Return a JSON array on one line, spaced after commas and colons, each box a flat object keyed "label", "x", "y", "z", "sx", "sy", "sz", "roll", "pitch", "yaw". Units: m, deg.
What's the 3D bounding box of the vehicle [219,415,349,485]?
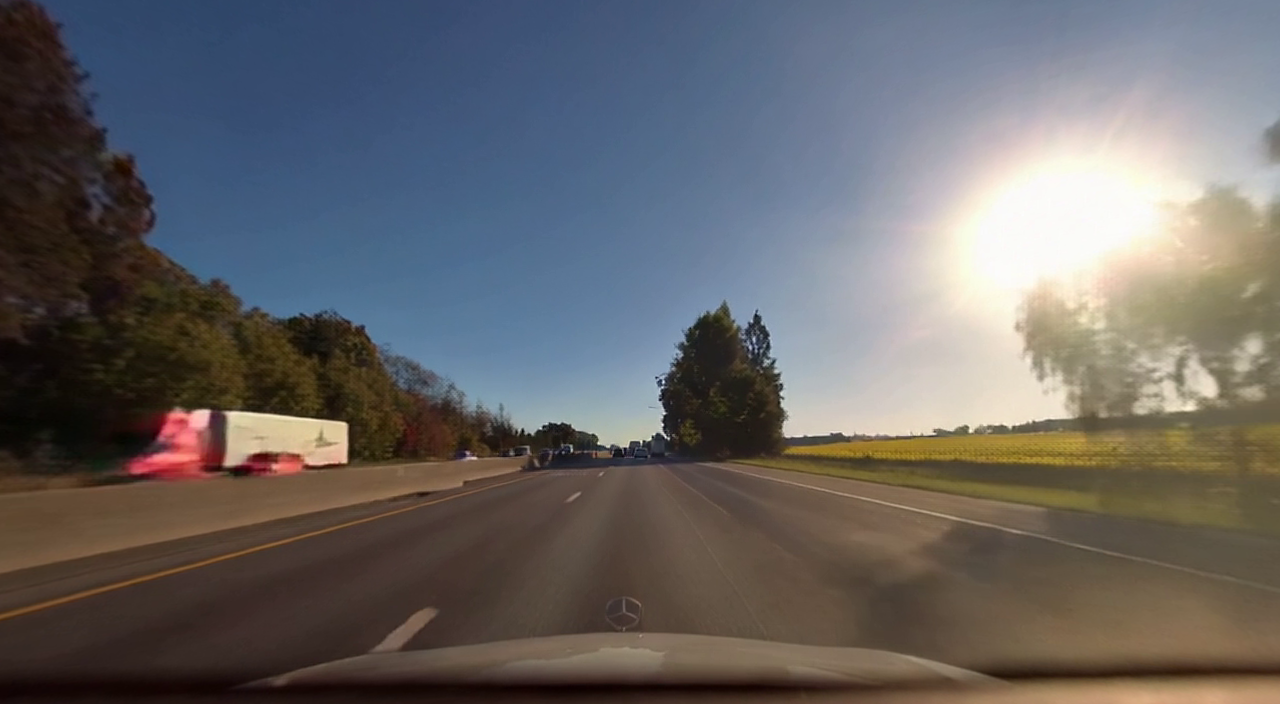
[{"label": "vehicle", "x": -20.138, "y": 5.627, "z": 36.290, "sx": 2.808, "sy": 3.543, "sz": 7.919, "roll": 0, "pitch": -9, "yaw": 0}]

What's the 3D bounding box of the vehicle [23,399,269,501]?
[{"label": "vehicle", "x": -20.151, "y": 4.150, "z": 26.811, "sx": 2.956, "sy": 3.545, "sz": 9.120, "roll": -1, "pitch": -9, "yaw": 0}]

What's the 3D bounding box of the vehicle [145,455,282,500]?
[{"label": "vehicle", "x": -16.125, "y": 4.727, "z": 24.146, "sx": 1.918, "sy": 1.483, "sz": 4.812, "roll": 0, "pitch": -9, "yaw": 0}]
